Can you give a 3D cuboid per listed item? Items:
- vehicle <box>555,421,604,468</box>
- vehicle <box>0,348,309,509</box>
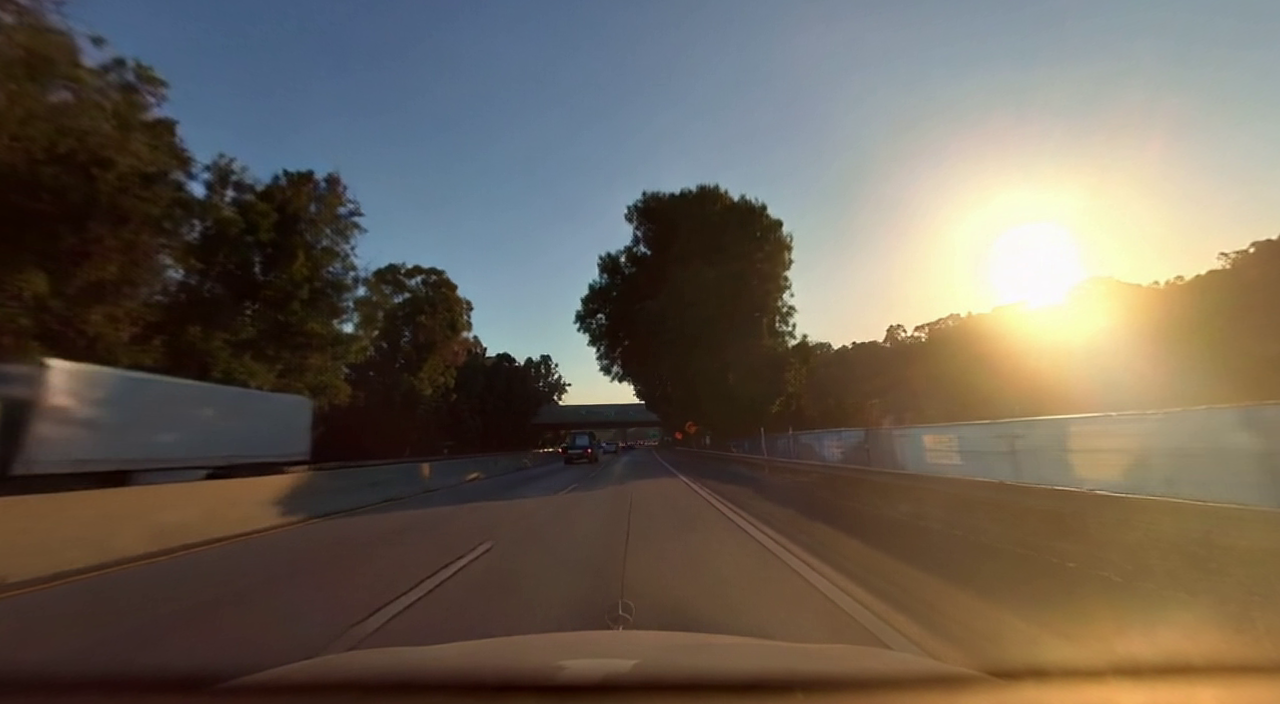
[{"bbox_3d":[-3.603,5.705,38.890,2.484,2.625,5.907,0,-8,0],"label":"vehicle"},{"bbox_3d":[-17.265,2.915,22.701,2.897,3.982,14.641,-1,-8,-1],"label":"vehicle"}]
